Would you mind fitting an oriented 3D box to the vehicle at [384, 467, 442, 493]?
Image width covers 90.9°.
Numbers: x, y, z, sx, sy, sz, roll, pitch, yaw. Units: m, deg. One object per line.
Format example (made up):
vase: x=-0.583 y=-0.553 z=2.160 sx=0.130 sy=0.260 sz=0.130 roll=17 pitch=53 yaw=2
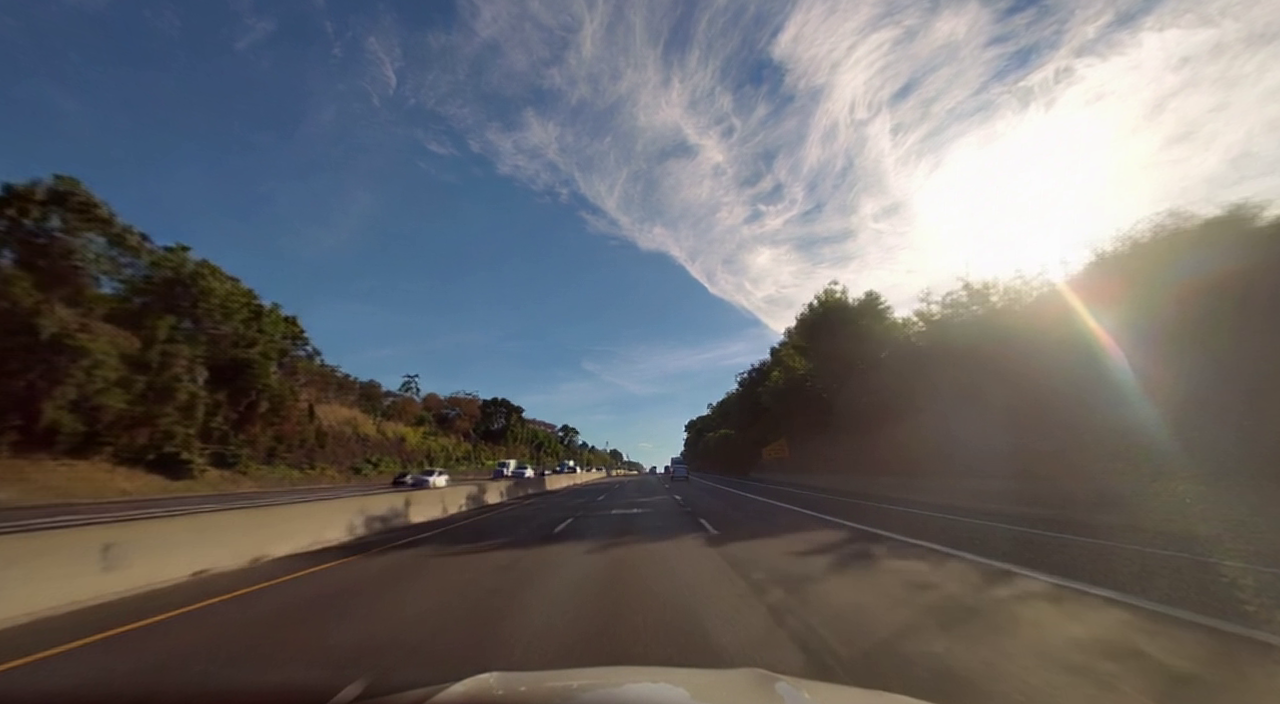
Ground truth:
vehicle: x=-14.389 y=8.140 z=40.209 sx=1.903 sy=1.514 sz=4.696 roll=1 pitch=-10 yaw=0
